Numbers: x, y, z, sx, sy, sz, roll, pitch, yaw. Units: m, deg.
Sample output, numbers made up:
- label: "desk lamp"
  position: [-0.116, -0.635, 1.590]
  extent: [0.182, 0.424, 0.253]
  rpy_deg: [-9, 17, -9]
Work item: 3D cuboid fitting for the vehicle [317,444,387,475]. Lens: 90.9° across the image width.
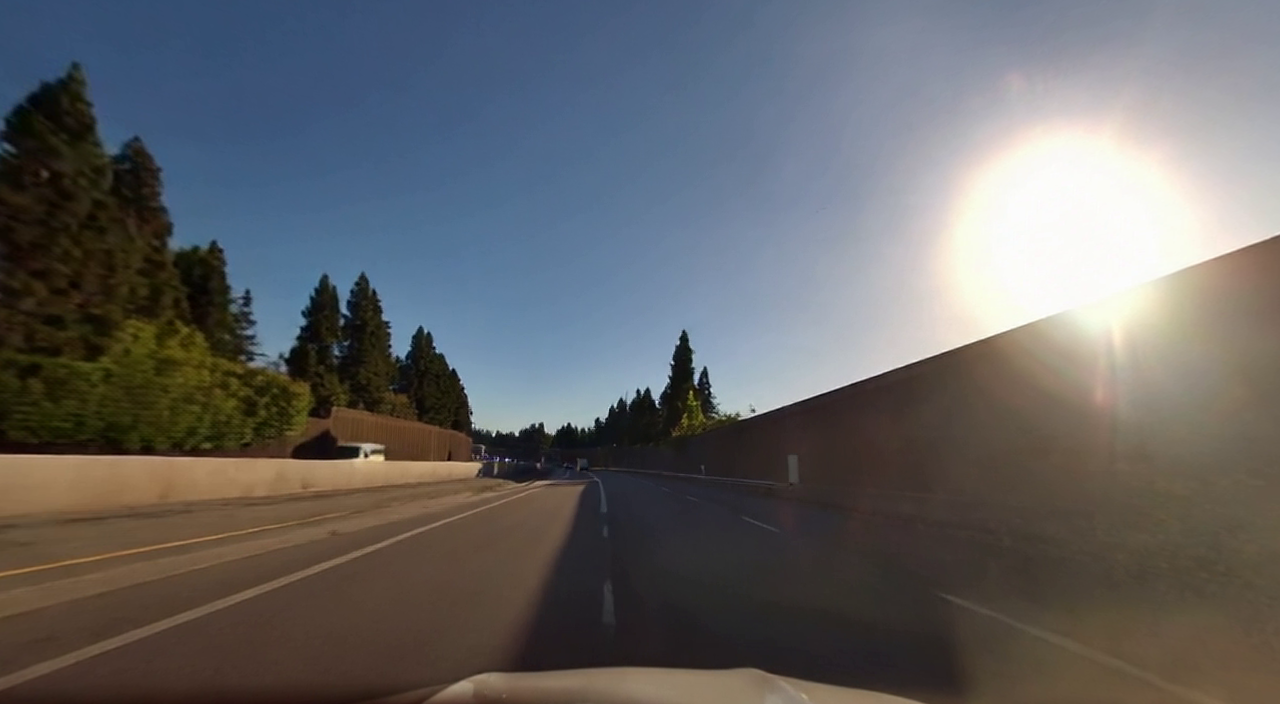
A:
- label: "vehicle"
  position: [-15.385, 5.815, 33.909]
  extent: [1.880, 1.501, 4.131]
  rpy_deg: [2, -10, -2]
